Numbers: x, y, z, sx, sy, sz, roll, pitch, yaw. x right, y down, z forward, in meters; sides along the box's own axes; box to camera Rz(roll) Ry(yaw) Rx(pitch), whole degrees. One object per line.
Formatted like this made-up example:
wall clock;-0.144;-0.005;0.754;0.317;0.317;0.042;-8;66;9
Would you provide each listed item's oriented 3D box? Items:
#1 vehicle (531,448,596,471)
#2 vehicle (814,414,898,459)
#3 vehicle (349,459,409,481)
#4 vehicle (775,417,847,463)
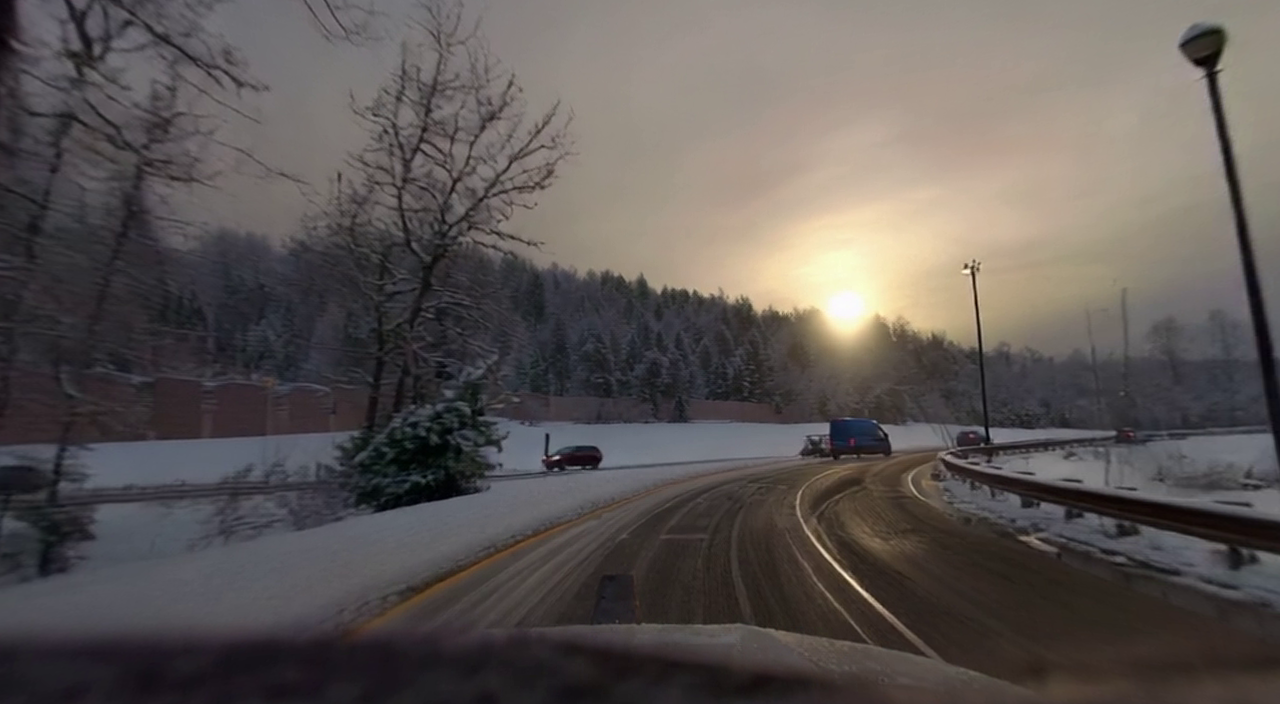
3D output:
vehicle;-5.200;7.312;43.131;4.034;1.479;1.840;7;-10;-41
vehicle;15.653;6.072;45.438;7.155;2.942;2.420;7;-10;-42
vehicle;-18.362;8.250;44.341;3.512;1.359;1.579;7;-10;-38
vehicle;11.276;5.740;41.376;4.784;2.535;2.203;2;-10;-44
